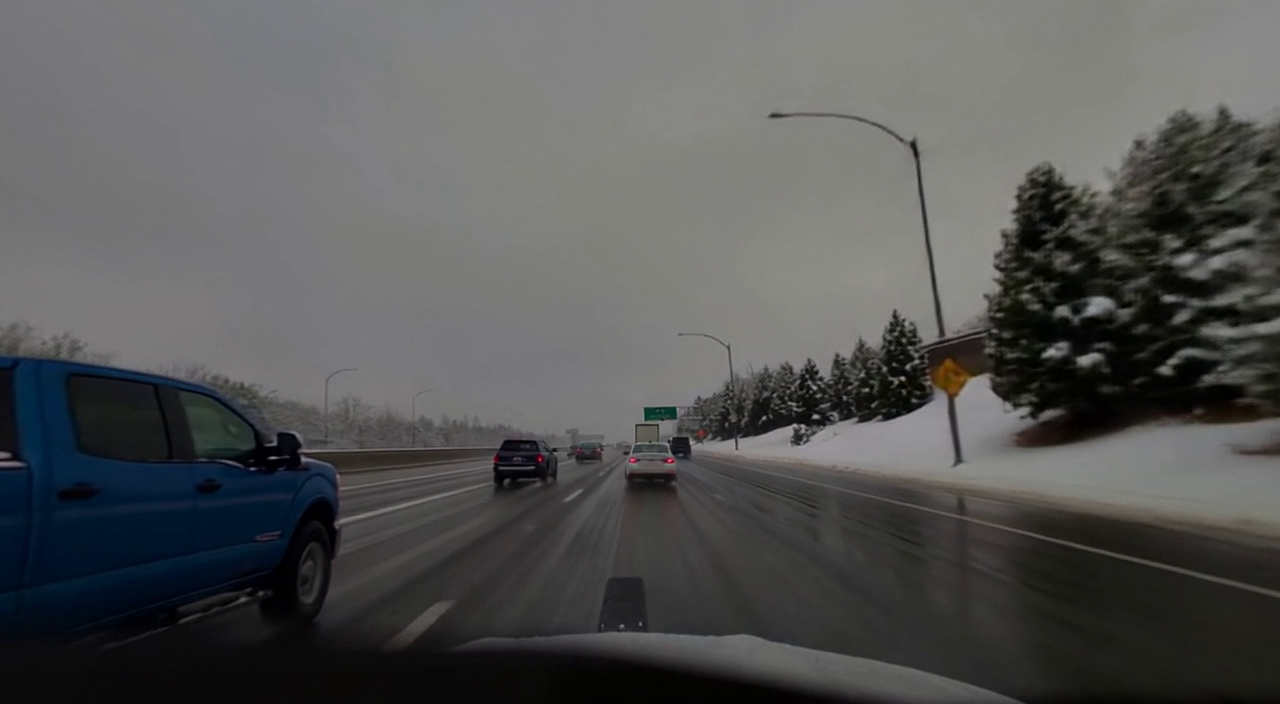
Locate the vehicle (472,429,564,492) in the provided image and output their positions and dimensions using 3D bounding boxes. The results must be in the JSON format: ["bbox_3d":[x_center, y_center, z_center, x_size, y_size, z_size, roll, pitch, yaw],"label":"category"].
[{"bbox_3d":[-3.632,3.312,19.528,1.903,1.721,4.210,0,-8,1],"label":"vehicle"}]

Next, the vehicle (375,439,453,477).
[{"bbox_3d":[-10.407,4.880,29.369,1.941,1.602,4.277,0,-8,2],"label":"vehicle"}]

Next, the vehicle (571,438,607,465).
[{"bbox_3d":[-3.252,6.443,40.886,1.897,1.646,4.049,0,-8,1],"label":"vehicle"}]

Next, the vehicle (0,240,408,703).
[{"bbox_3d":[-3.436,0.747,3.026,2.269,2.060,5.933,0,-8,1],"label":"vehicle"}]

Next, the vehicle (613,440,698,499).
[{"bbox_3d":[0.376,3.153,17.394,2.054,1.421,4.090,0,-8,0],"label":"vehicle"}]
